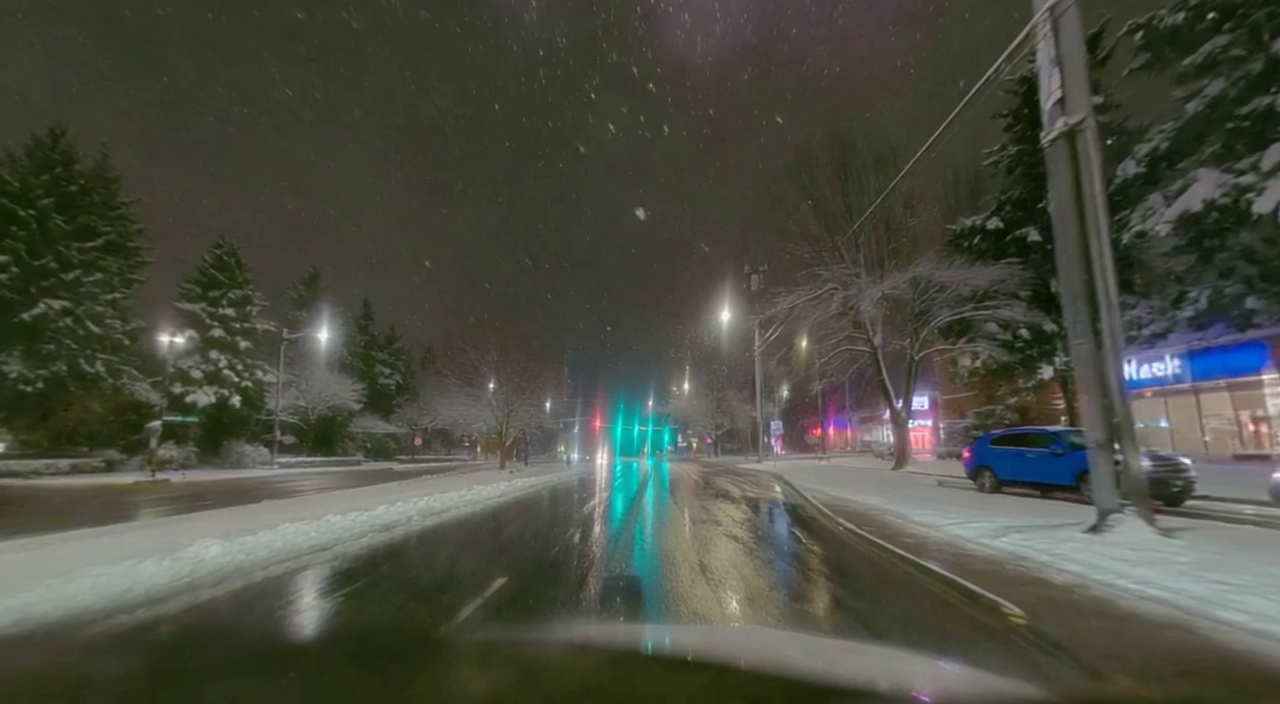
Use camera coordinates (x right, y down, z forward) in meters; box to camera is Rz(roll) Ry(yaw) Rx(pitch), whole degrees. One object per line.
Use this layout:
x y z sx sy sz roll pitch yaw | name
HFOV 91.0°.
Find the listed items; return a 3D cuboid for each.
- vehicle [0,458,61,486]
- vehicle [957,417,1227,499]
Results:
-39.361 7.495 39.394 1.928 1.600 4.554 0 -9 -1 | vehicle
12.811 3.037 18.309 5.788 2.002 2.377 -3 -7 5 | vehicle
